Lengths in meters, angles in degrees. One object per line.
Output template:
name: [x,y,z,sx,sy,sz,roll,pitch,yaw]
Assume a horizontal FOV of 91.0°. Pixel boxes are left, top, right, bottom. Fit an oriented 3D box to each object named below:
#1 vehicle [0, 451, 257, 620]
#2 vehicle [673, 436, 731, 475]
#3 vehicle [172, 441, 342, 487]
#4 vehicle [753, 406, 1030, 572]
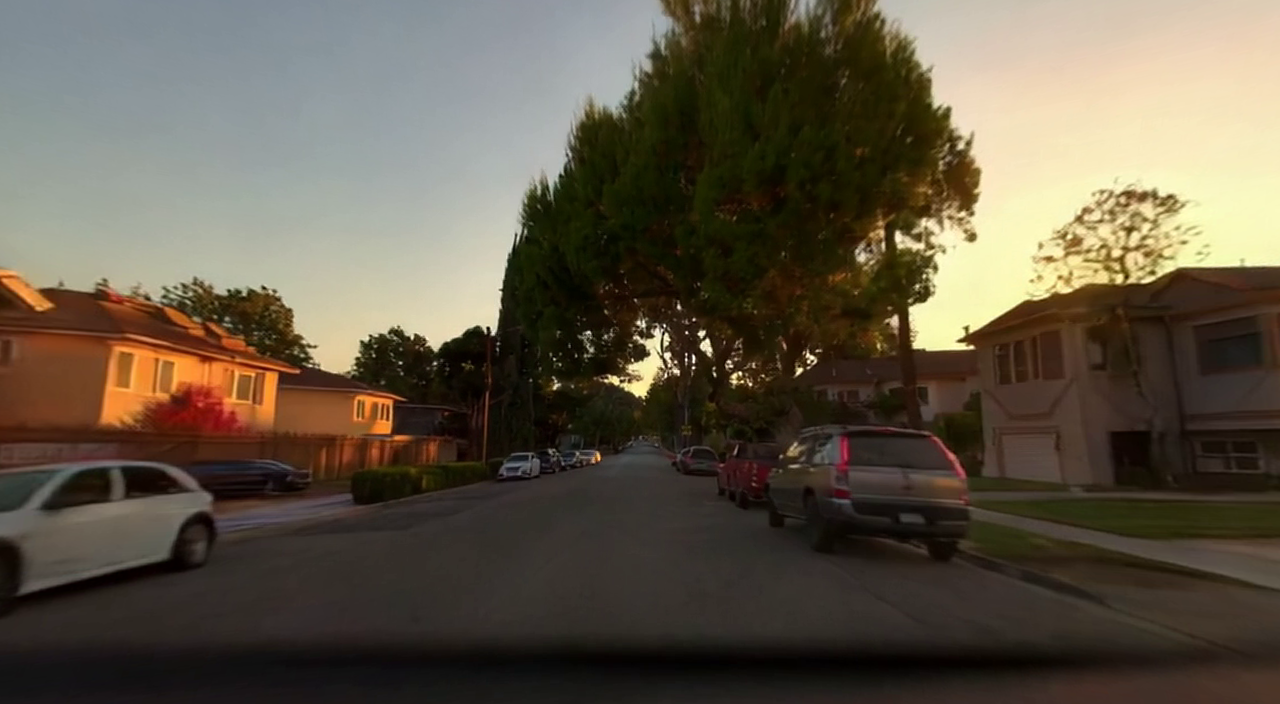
vehicle: [-6.716,1.891,6.941,2.071,1.481,4.425,0,-11,2]
vehicle: [3.744,6.472,39.570,2.952,2.216,7.033,0,-8,0]
vehicle: [-13.545,3.964,22.493,4.700,1.549,2.000,0,-9,0]
vehicle: [3.290,1.922,9.671,2.262,1.870,4.948,0,-9,1]
